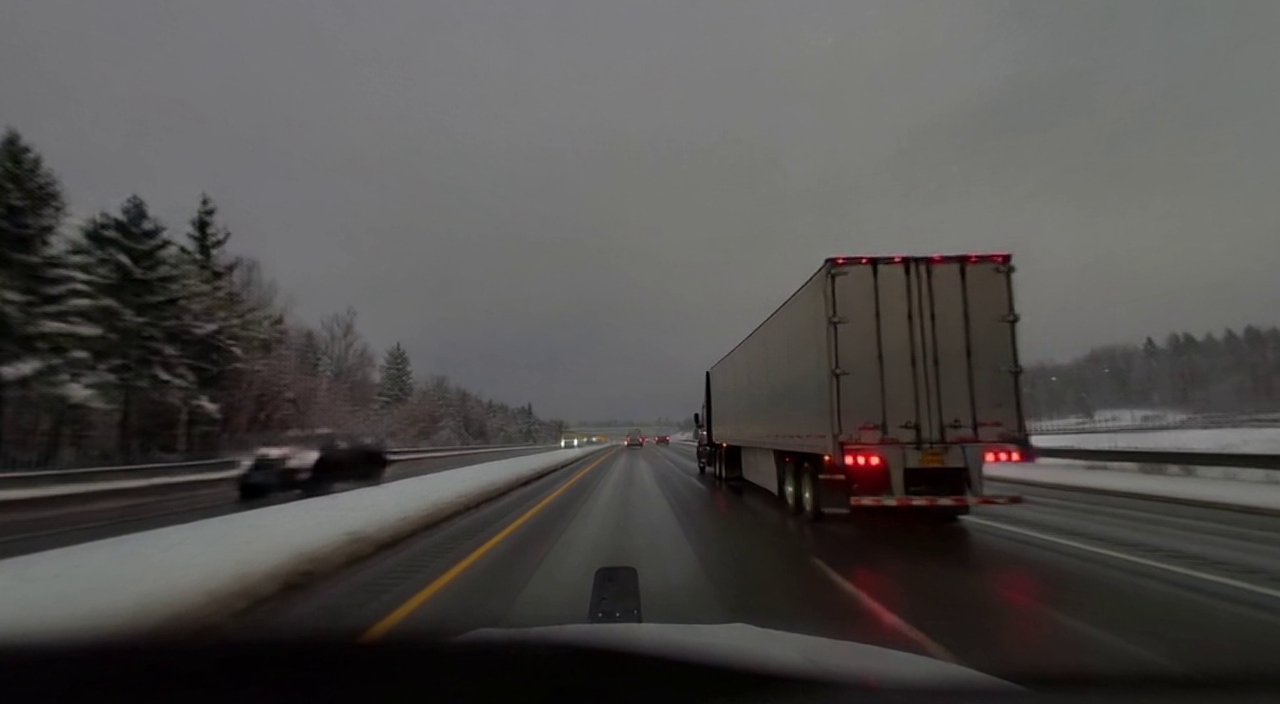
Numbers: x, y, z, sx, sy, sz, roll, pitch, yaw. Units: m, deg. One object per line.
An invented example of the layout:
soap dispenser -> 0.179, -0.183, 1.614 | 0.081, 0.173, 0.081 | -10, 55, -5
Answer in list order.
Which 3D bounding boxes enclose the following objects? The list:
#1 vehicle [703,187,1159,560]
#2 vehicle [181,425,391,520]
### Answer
vehicle -> 3.698, 1.082, 13.598 | 3.038, 3.975, 13.887 | 0, -8, -1
vehicle -> -7.918, 2.680, 14.802 | 2.346, 1.838, 4.576 | 1, -7, -2
